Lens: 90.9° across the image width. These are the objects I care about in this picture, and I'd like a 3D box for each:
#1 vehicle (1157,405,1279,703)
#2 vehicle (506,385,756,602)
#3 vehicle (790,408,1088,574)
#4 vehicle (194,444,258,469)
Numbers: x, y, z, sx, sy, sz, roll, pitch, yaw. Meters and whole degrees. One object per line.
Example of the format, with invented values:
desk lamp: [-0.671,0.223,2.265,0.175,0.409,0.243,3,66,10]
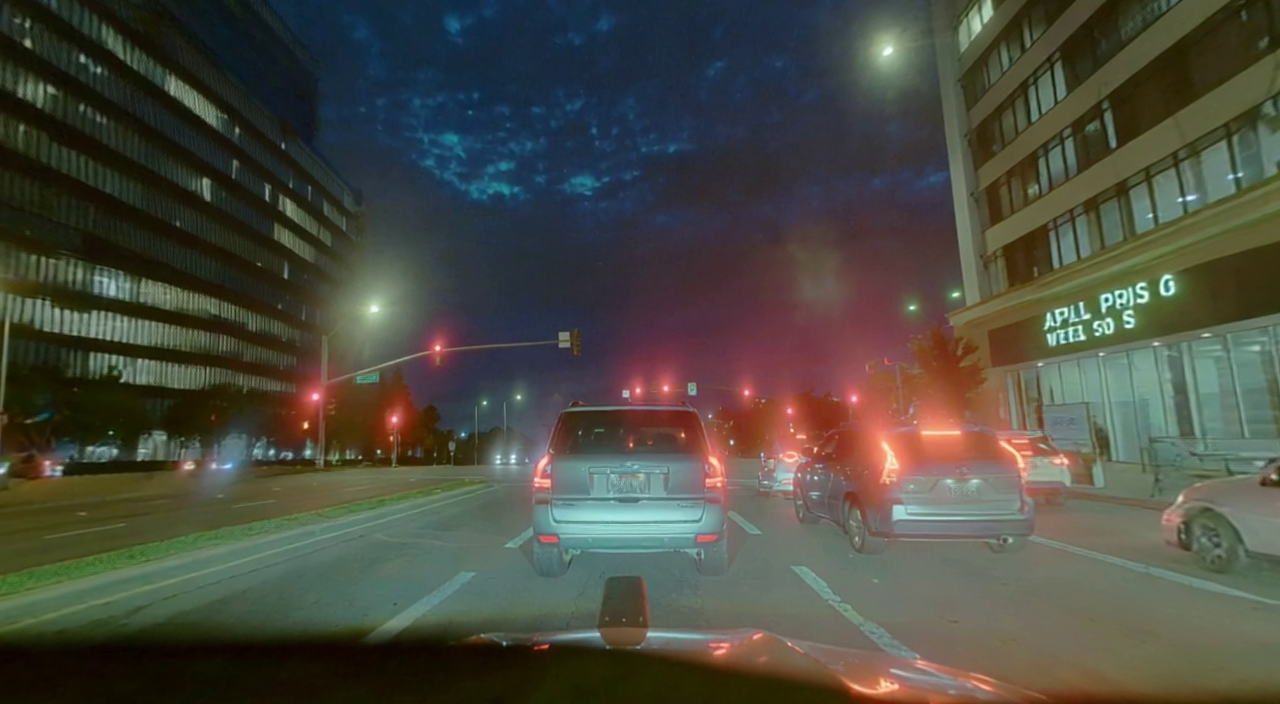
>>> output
vehicle: [3.369,0.688,0.632,1.884,1.484,4.609,0,-8,2]
vehicle: [0.007,1.539,7.686,2.154,1.861,4.280,0,-8,3]
vehicle: [3.633,1.763,8.782,2.036,1.719,4.318,0,-8,0]
vehicle: [-27.389,6.880,41.891,1.693,1.563,3.716,0,-8,0]
